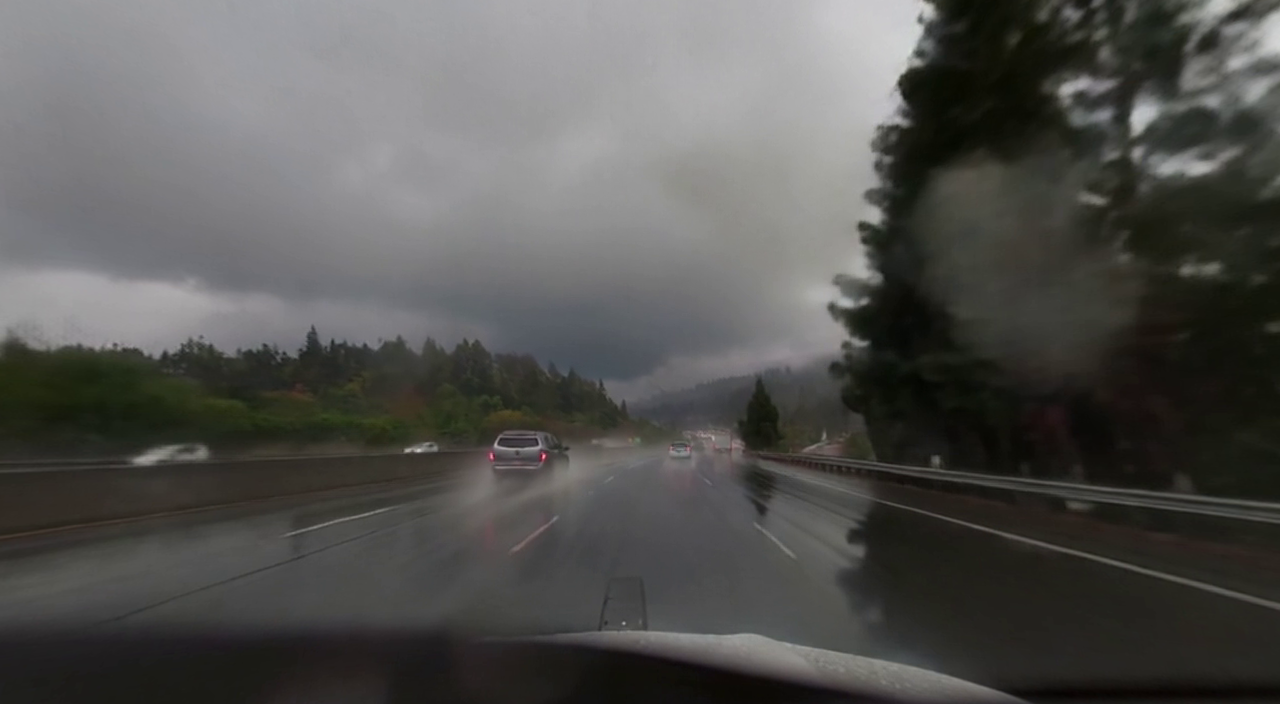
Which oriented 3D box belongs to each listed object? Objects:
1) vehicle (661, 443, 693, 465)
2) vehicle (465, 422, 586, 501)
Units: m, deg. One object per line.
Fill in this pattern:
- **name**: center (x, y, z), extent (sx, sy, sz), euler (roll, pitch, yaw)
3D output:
- **vehicle**: center (2.583, 7.012, 43.452), extent (2.158, 1.458, 3.656), euler (-1, -9, 5)
- **vehicle**: center (-2.888, 2.931, 17.215), extent (2.185, 1.823, 4.854), euler (0, -9, 3)
